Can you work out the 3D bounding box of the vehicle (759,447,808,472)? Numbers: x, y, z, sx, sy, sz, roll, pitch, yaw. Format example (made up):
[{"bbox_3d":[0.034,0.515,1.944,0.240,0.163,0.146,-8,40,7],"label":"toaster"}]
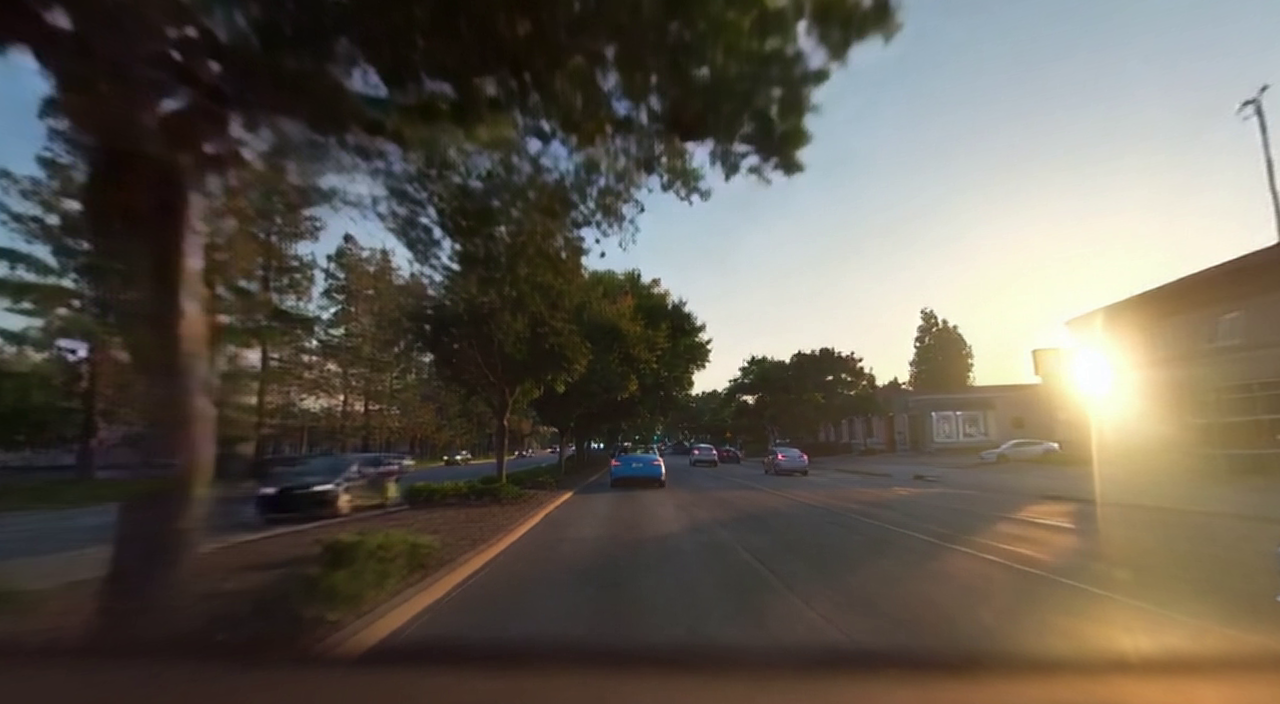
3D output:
[{"bbox_3d":[9.127,6.870,40.557,2.045,1.484,4.342,0,-9,-2],"label":"vehicle"}]

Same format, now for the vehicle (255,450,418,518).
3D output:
[{"bbox_3d":[-7.750,3.368,16.777,1.948,1.508,4.749,0,-9,0],"label":"vehicle"}]

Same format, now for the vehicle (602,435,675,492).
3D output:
[{"bbox_3d":[-0.083,3.809,21.934,2.266,1.762,4.131,0,-9,-1],"label":"vehicle"}]

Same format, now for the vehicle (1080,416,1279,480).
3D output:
[{"bbox_3d":[19.711,3.461,22.808,5.677,2.171,2.393,0,-9,4],"label":"vehicle"}]

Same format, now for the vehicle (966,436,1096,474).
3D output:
[{"bbox_3d":[19.485,5.133,31.634,4.932,1.514,2.327,-3,-8,-5],"label":"vehicle"}]
